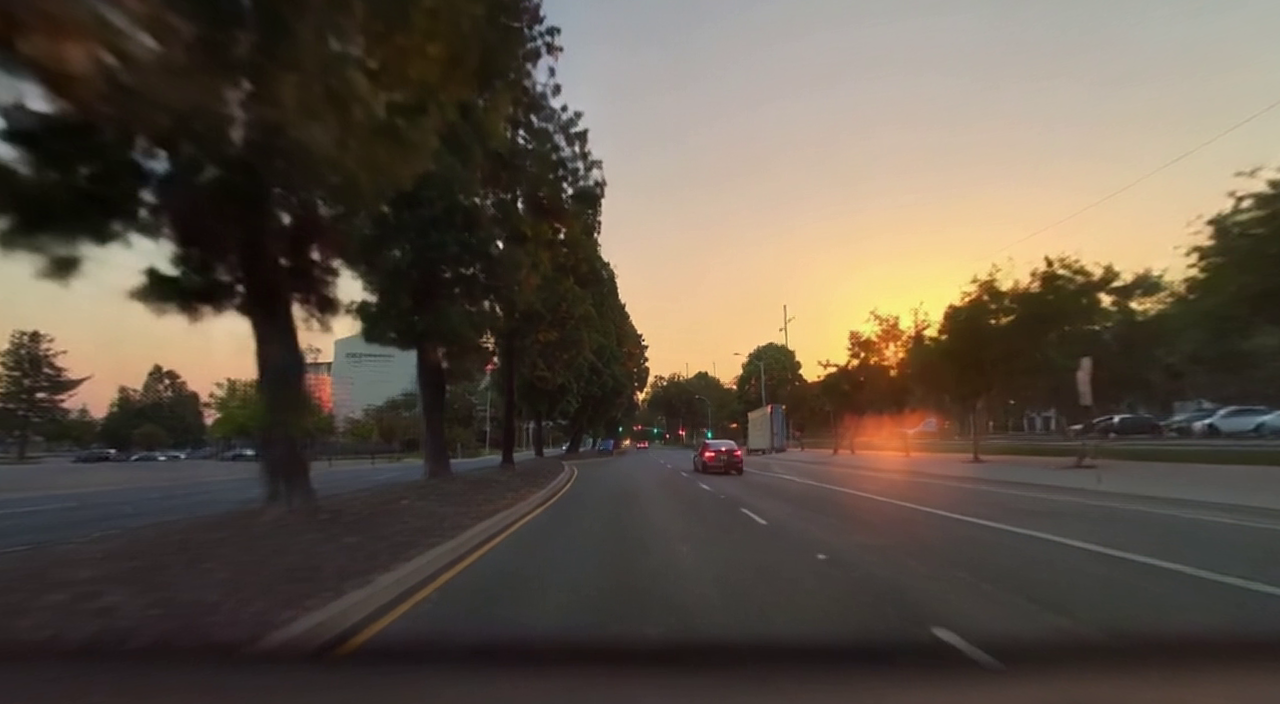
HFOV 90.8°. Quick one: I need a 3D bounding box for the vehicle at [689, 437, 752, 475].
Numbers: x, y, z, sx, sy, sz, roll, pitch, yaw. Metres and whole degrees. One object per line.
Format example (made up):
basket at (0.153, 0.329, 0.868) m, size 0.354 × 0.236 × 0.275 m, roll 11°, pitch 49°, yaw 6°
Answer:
vehicle at (3.323, 4.386, 26.948) m, size 1.948 × 1.479 × 4.620 m, roll 1°, pitch -8°, yaw -1°
